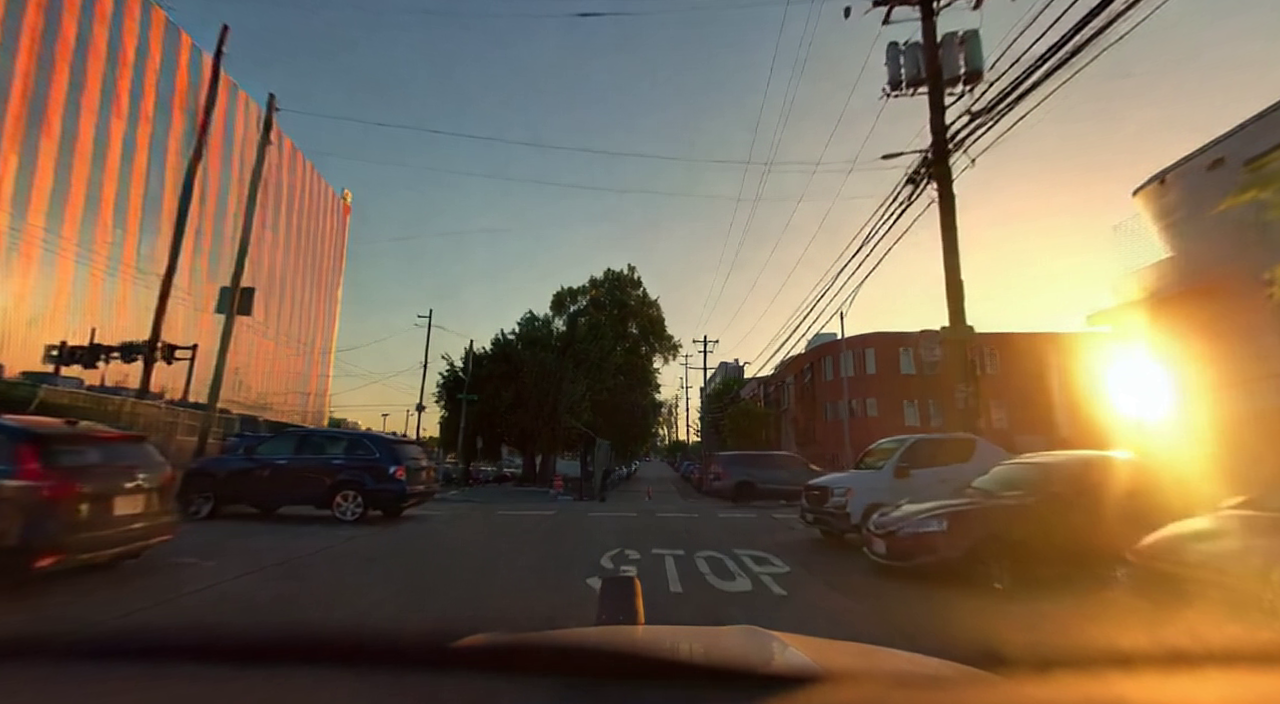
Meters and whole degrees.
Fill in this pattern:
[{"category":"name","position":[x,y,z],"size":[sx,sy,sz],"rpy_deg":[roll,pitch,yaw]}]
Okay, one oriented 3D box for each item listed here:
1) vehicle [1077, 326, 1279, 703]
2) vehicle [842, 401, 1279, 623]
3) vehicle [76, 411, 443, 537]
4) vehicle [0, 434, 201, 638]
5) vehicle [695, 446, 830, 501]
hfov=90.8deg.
[{"category":"vehicle","position":[4.890,0.924,2.740],"size":[4.450,1.719,2.066],"rpy_deg":[4,-10,1]},{"category":"vehicle","position":[4.481,1.496,5.883],"size":[4.554,1.473,1.876],"rpy_deg":[5,-11,-3]},{"category":"vehicle","position":[-6.372,2.096,11.139],"size":[5.025,1.648,2.055],"rpy_deg":[4,-9,-1]},{"category":"vehicle","position":[-6.909,1.363,5.425],"size":[4.713,1.440,1.984],"rpy_deg":[3,-11,2]},{"category":"vehicle","position":[4.050,4.080,21.411],"size":[4.157,1.754,1.835],"rpy_deg":[0,-9,-1]}]
